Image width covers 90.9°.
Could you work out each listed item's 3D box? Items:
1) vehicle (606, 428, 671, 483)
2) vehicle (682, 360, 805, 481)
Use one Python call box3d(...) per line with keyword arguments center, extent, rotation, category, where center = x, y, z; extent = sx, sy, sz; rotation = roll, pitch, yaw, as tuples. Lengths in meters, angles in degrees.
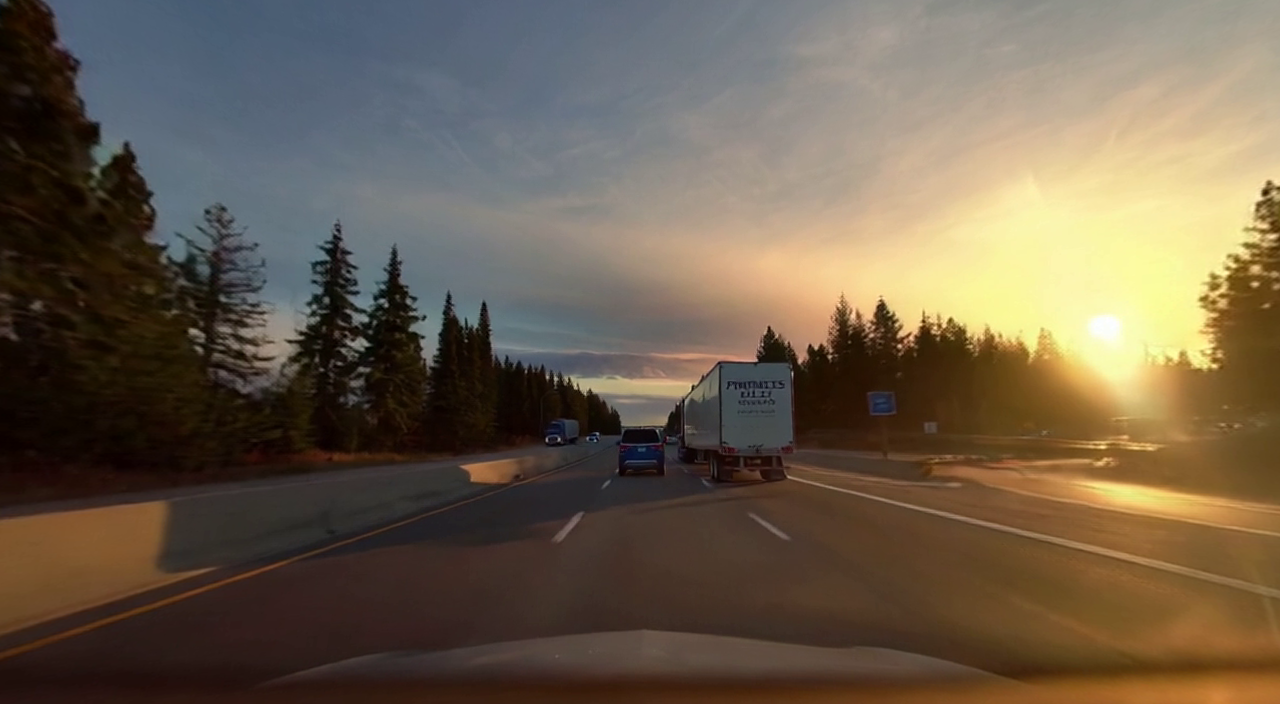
box3d(center=(-0.067, 3.854, 23.739), extent=(2.222, 1.848, 4.610), rotation=(0, -9, 0), category="vehicle")
box3d(center=(4.079, 3.577, 29.934), extent=(2.899, 4.160, 16.621), rotation=(0, -9, -1), category="vehicle")
